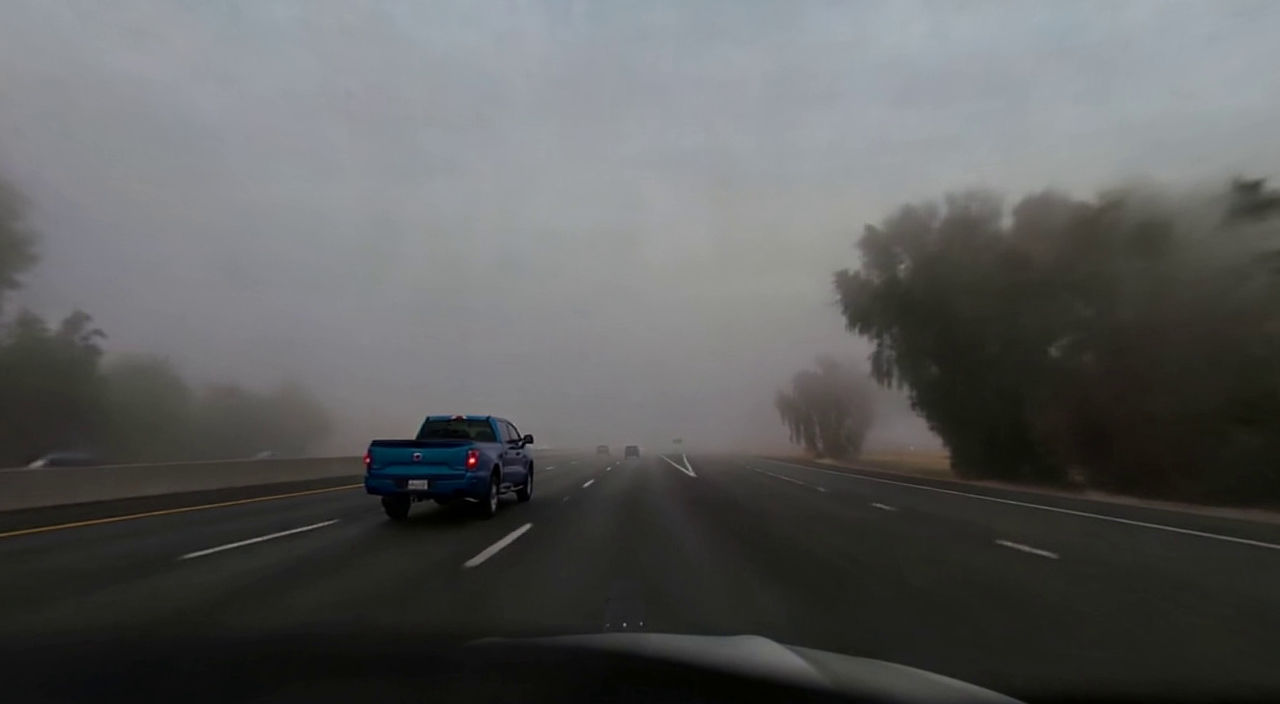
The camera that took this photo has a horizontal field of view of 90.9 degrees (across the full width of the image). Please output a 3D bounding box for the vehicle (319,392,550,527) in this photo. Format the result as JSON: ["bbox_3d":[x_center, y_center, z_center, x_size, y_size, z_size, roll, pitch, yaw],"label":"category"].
[{"bbox_3d":[-3.615,2.104,12.847,2.601,2.084,6.068,0,-8,0],"label":"vehicle"}]
